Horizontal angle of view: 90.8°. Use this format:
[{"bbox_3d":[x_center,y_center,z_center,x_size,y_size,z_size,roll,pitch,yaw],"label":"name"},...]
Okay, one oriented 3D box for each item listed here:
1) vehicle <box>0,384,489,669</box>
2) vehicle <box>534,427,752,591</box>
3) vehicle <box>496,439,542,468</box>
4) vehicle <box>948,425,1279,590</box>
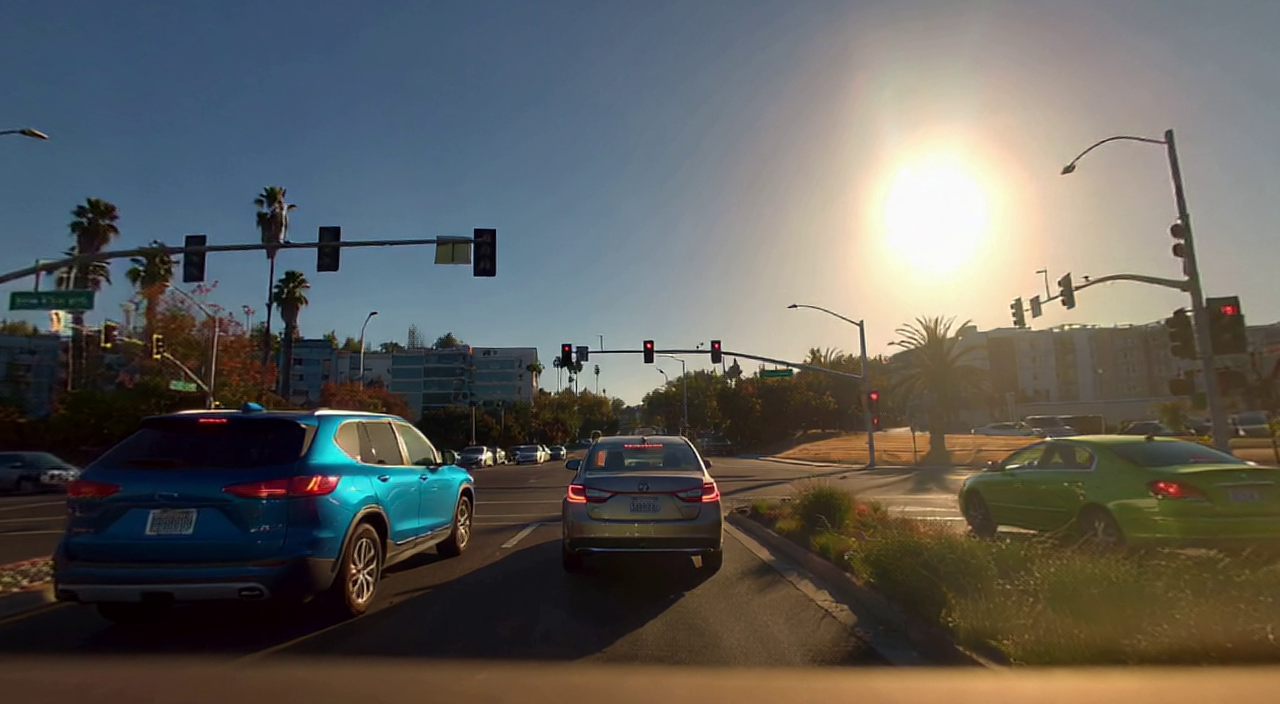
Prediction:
[{"bbox_3d":[-3.103,1.369,6.081,2.051,1.682,4.467,0,-8,2],"label":"vehicle"},{"bbox_3d":[-0.003,1.705,7.714,1.942,1.445,3.973,0,-8,-1],"label":"vehicle"},{"bbox_3d":[-7.953,6.706,42.032,2.130,1.810,4.450,-2,-8,1],"label":"vehicle"},{"bbox_3d":[6.086,1.759,8.085,1.970,1.489,4.482,0,-8,-1],"label":"vehicle"}]
